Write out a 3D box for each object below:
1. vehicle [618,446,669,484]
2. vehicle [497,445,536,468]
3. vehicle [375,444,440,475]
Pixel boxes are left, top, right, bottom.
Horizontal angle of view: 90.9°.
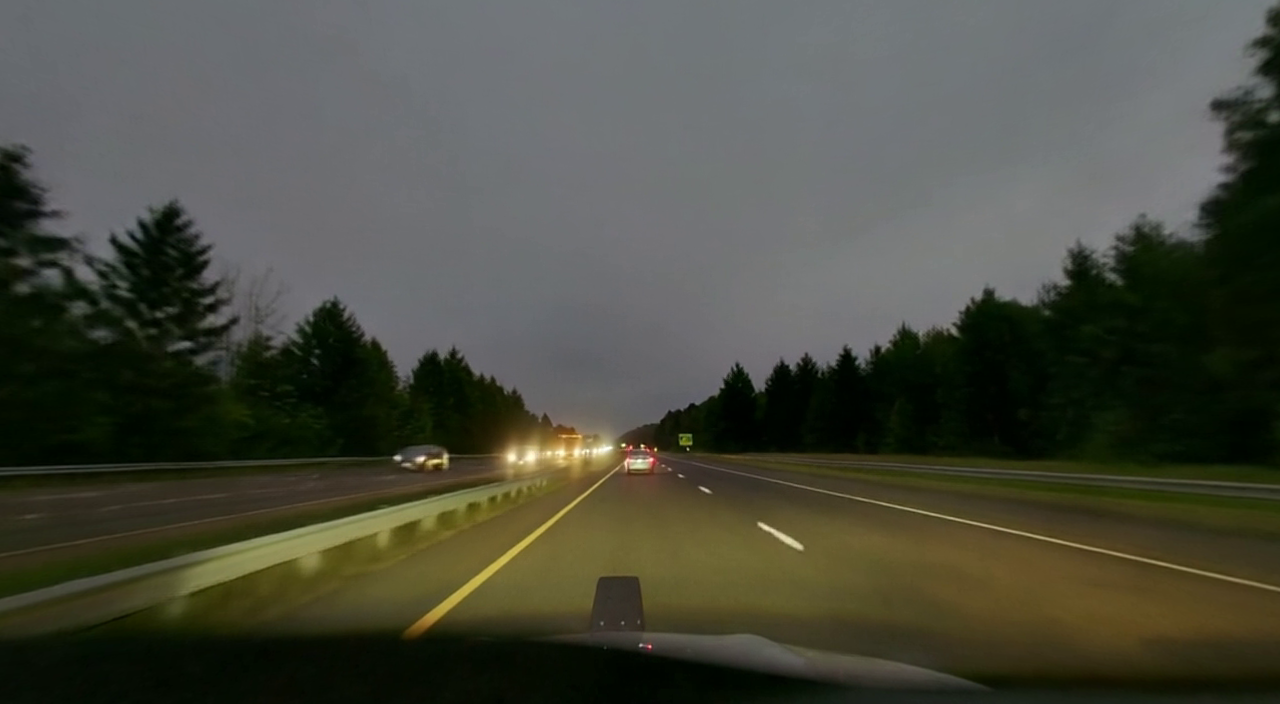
[{"bbox_3d":[0.101,4.982,28.073,2.114,1.523,4.012,0,-9,-1],"label":"vehicle"},{"bbox_3d":[-9.201,7.844,47.463,2.061,1.622,4.452,0,-9,0],"label":"vehicle"},{"bbox_3d":[-13.109,6.066,35.802,2.004,1.649,4.435,0,-9,0],"label":"vehicle"}]
